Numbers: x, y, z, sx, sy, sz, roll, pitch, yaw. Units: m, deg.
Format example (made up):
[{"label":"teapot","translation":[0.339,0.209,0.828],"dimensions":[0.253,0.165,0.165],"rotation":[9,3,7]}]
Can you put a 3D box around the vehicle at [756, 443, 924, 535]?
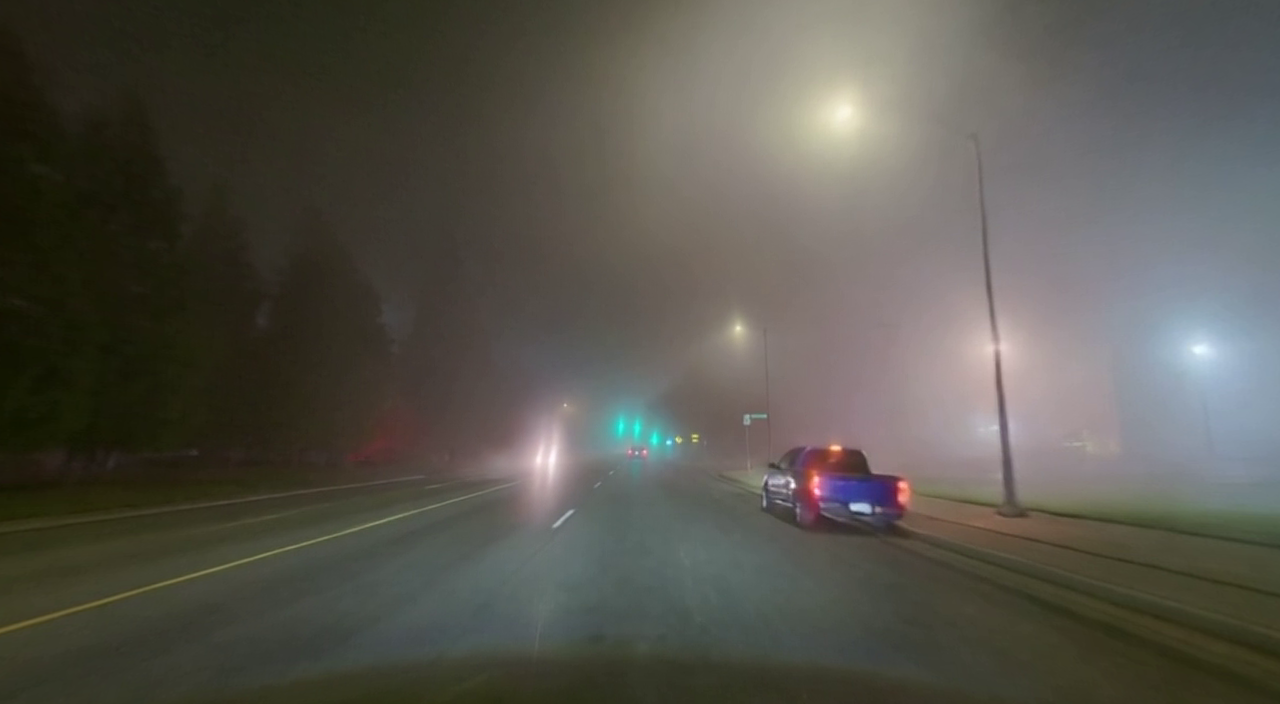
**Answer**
[{"label":"vehicle","translation":[3.704,2.596,12.630],"dimensions":[1.942,1.502,4.244],"rotation":[0,-9,0]}]
